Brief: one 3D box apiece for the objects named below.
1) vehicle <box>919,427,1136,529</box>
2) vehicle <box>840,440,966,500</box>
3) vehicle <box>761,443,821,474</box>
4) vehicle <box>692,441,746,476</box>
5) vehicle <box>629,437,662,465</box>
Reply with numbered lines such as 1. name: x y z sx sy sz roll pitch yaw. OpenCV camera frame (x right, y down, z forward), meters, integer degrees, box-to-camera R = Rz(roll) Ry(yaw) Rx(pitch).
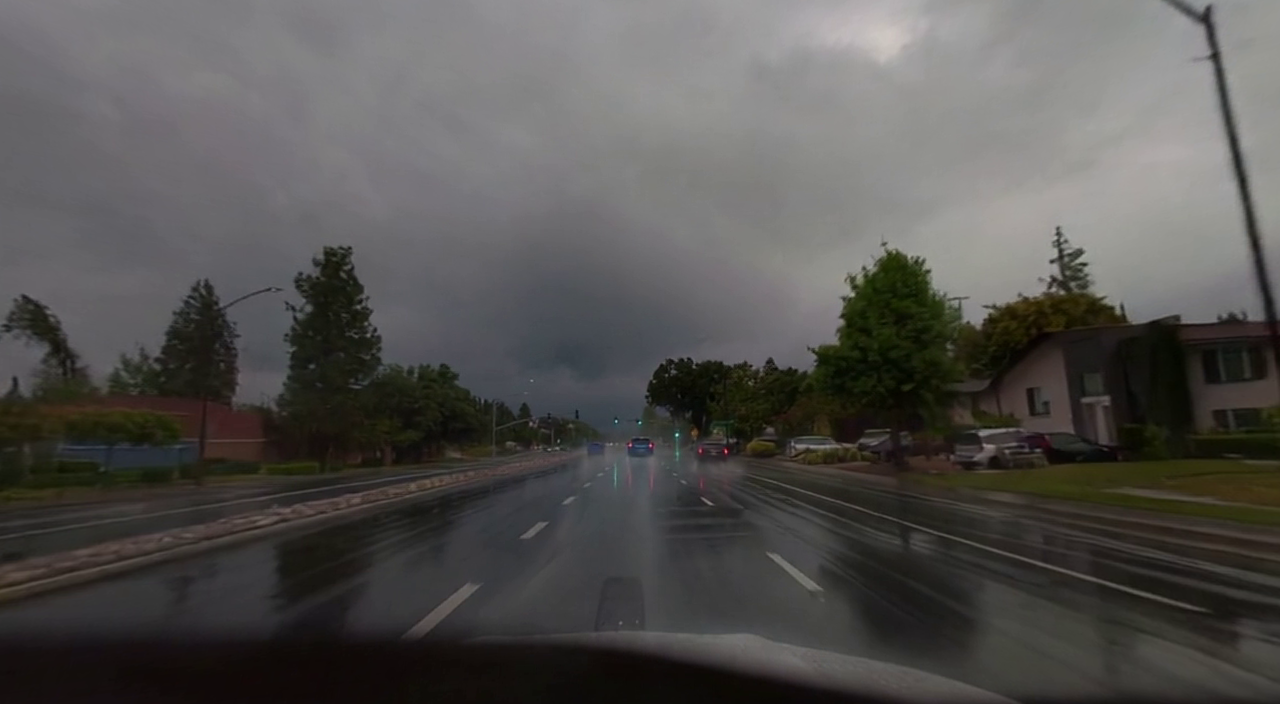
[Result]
1. vehicle: 7.725 2.515 13.168 1.933 1.759 3.900 0 -8 -1
2. vehicle: 7.733 3.478 19.114 1.913 1.566 4.354 0 -8 0
3. vehicle: 7.732 5.499 32.854 1.965 1.486 4.707 0 -8 0
4. vehicle: 3.491 4.781 28.549 1.830 1.451 4.009 0 -8 -1
5. vehicle: 0.337 6.617 42.221 2.043 1.734 4.253 0 -8 -2
